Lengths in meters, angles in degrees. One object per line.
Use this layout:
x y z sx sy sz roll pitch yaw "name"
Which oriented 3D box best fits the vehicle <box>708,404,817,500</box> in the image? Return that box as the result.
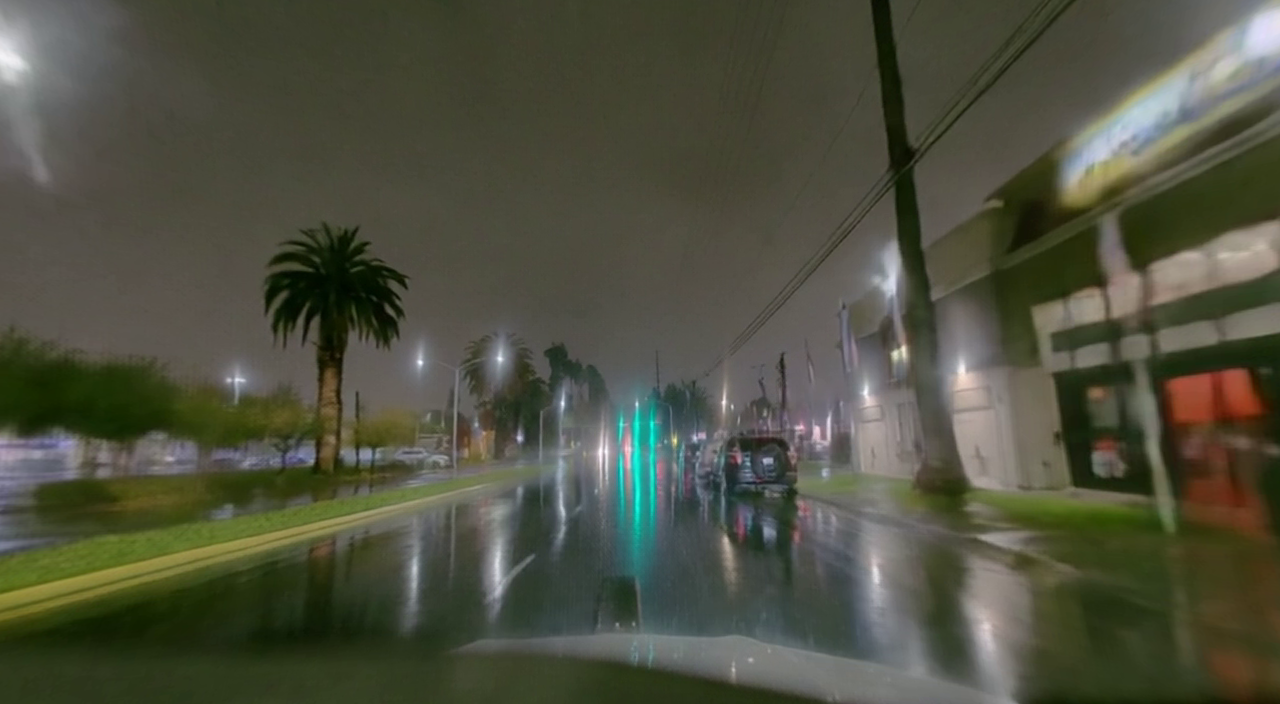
3.574 3.084 19.722 2.221 2.552 5.594 0 -9 0 "vehicle"
